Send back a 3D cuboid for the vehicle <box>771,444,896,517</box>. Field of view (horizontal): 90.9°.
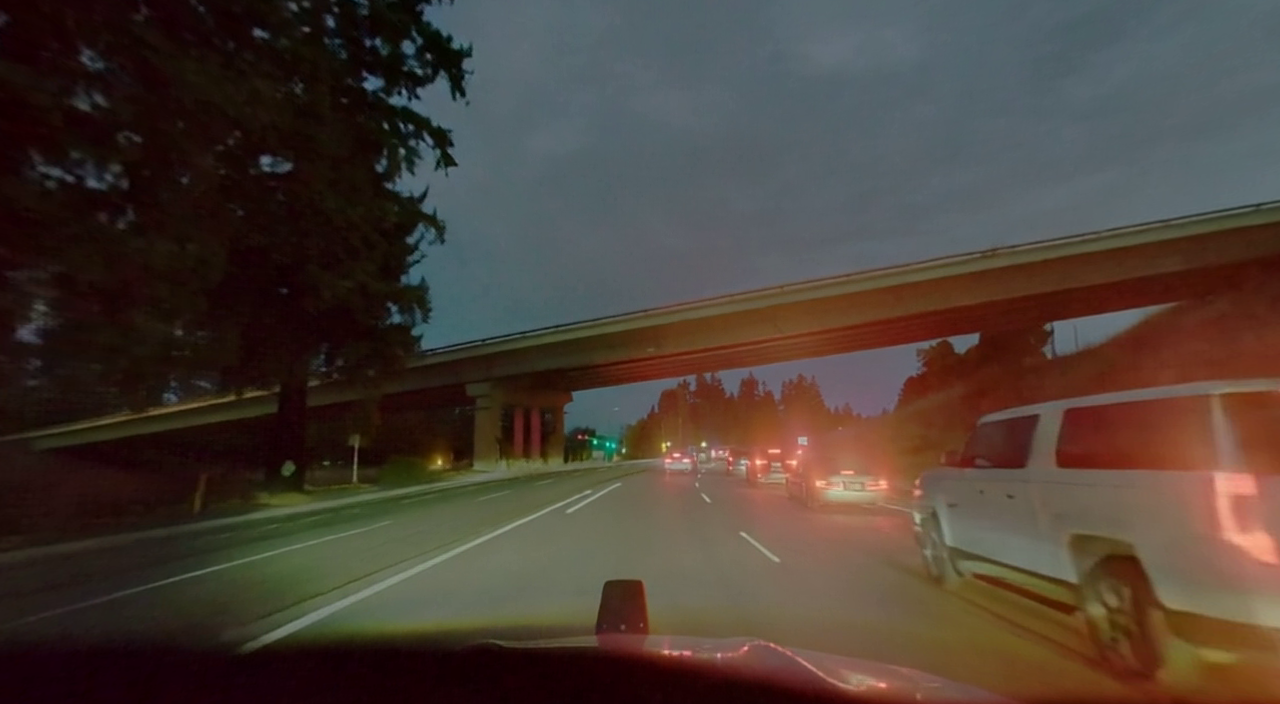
[{"bbox_3d":[4.505,3.027,15.311,1.911,1.525,3.755,0,-9,2],"label":"vehicle"}]

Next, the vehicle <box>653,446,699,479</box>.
[{"bbox_3d":[1.839,5.404,31.092,2.078,1.506,4.058,-1,-9,6],"label":"vehicle"}]

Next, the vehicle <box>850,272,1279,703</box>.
[{"bbox_3d":[3.444,1.033,4.415,2.273,1.944,4.866,0,-9,0],"label":"vehicle"}]
